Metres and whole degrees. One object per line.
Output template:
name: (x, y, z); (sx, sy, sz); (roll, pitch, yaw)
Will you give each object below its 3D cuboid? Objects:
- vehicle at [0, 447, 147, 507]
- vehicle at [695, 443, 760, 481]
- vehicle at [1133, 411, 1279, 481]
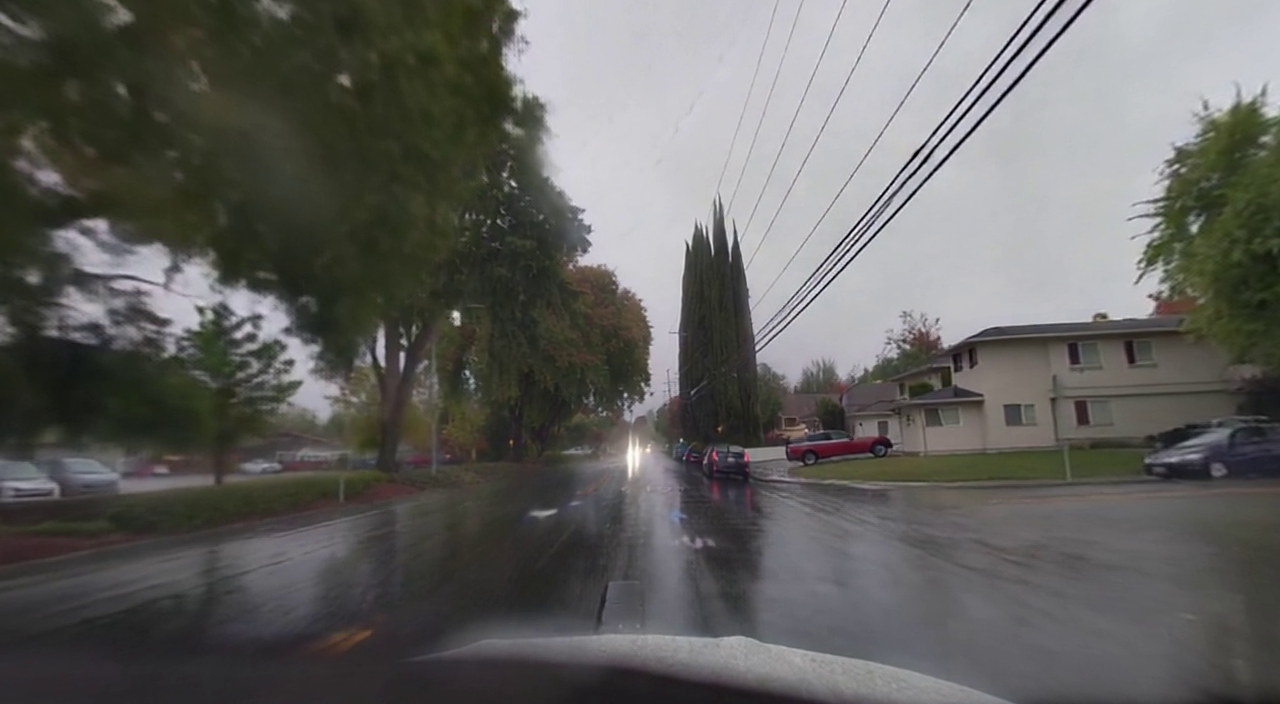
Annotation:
vehicle: (-18.719, 3.881, 19.947); (4.620, 1.739, 2.040); (5, -10, -30)
vehicle: (3.522, 4.537, 26.372); (1.990, 1.435, 4.526); (0, -8, -1)
vehicle: (15.777, 2.443, 16.539); (4.058, 1.697, 1.943); (0, -8, -1)
